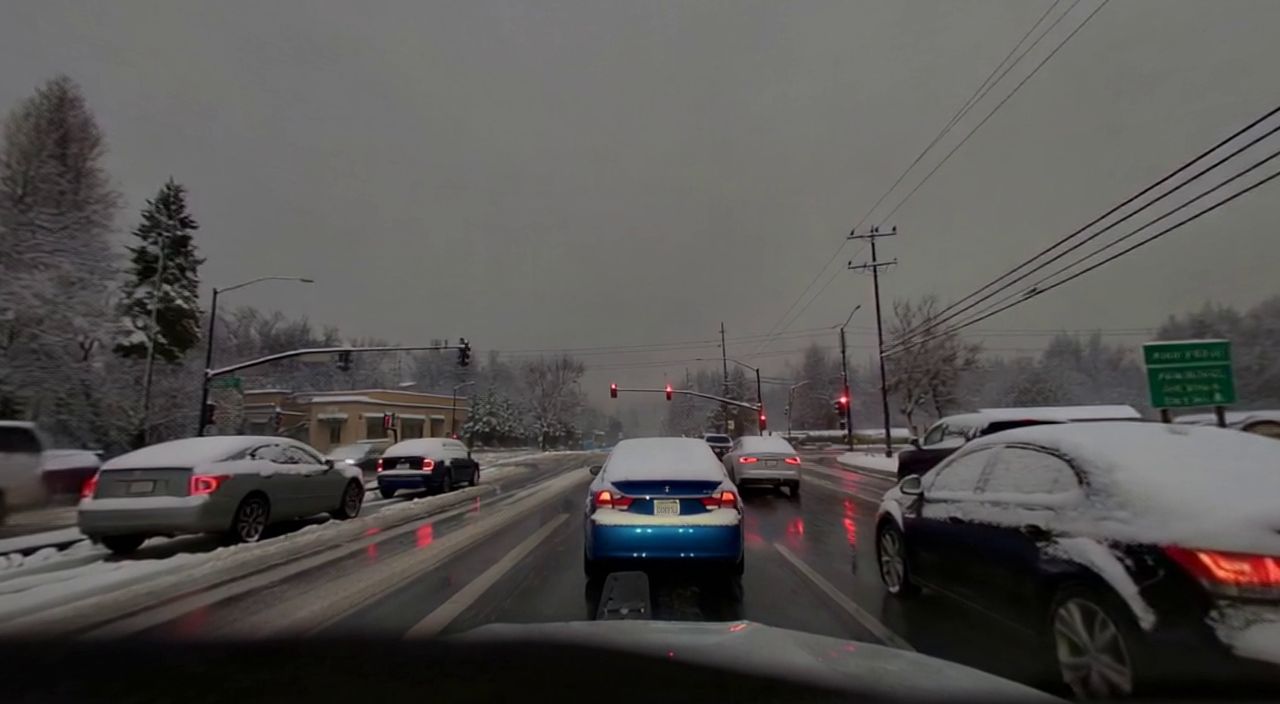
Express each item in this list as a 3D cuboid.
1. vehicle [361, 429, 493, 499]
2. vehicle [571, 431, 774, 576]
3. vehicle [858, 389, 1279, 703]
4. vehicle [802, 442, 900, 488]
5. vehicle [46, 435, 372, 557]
[{"bbox_3d":[-6.241,3.331,19.281,2.070,1.824,5.196,-1,-8,2],"label":"vehicle"},{"bbox_3d":[0.328,1.872,8.613,2.109,1.483,3.964,0,-8,0],"label":"vehicle"},{"bbox_3d":[3.136,1.179,4.238,1.870,1.523,4.096,0,-8,0],"label":"vehicle"},{"bbox_3d":[7.283,3.911,22.258,1.867,1.459,4.436,0,-8,-1],"label":"vehicle"},{"bbox_3d":[-6.405,2.148,10.258,1.955,1.497,4.639,-1,-8,1],"label":"vehicle"}]
